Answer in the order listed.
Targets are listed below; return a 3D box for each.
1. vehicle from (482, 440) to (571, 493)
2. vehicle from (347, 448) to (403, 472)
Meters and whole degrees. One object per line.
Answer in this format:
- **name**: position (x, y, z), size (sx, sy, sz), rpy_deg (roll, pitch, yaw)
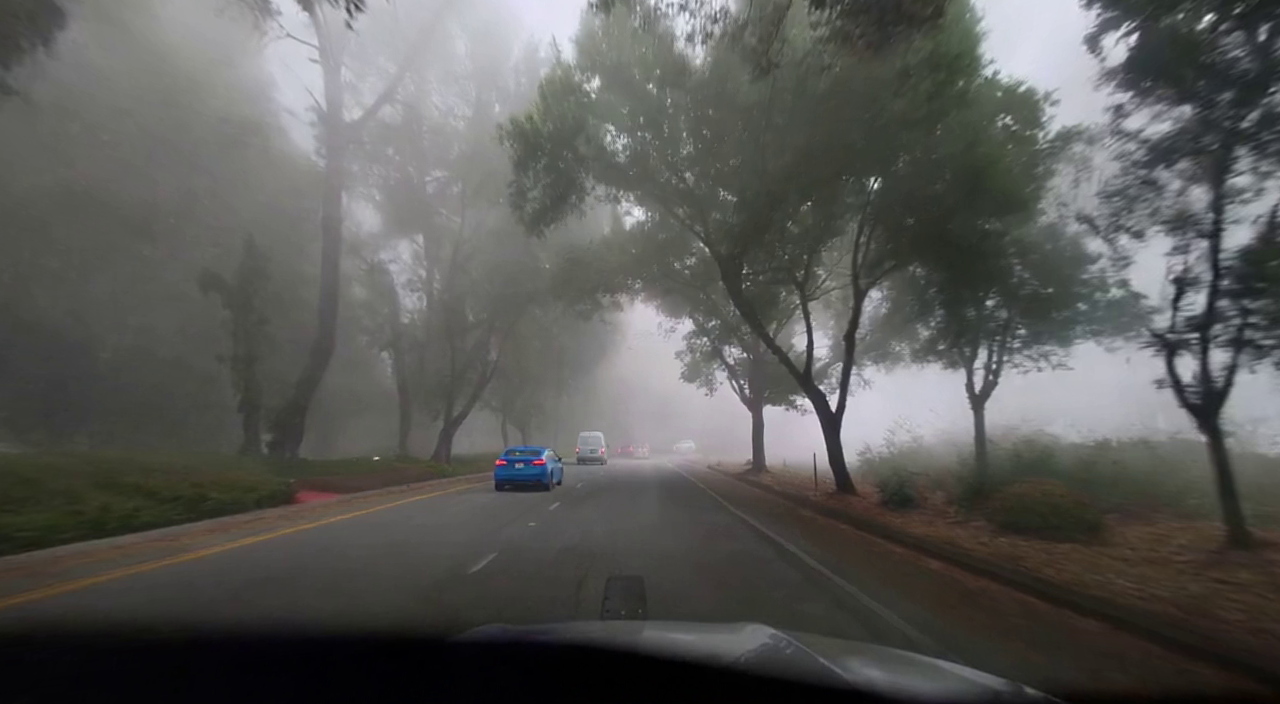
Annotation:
- **vehicle**: position (-3.451, 3.567, 20.039), size (2.009, 1.473, 4.028), rpy_deg (0, -8, 1)
- **vehicle**: position (-19.212, 7.815, 46.005), size (1.965, 1.636, 4.561), rpy_deg (0, -8, 1)
